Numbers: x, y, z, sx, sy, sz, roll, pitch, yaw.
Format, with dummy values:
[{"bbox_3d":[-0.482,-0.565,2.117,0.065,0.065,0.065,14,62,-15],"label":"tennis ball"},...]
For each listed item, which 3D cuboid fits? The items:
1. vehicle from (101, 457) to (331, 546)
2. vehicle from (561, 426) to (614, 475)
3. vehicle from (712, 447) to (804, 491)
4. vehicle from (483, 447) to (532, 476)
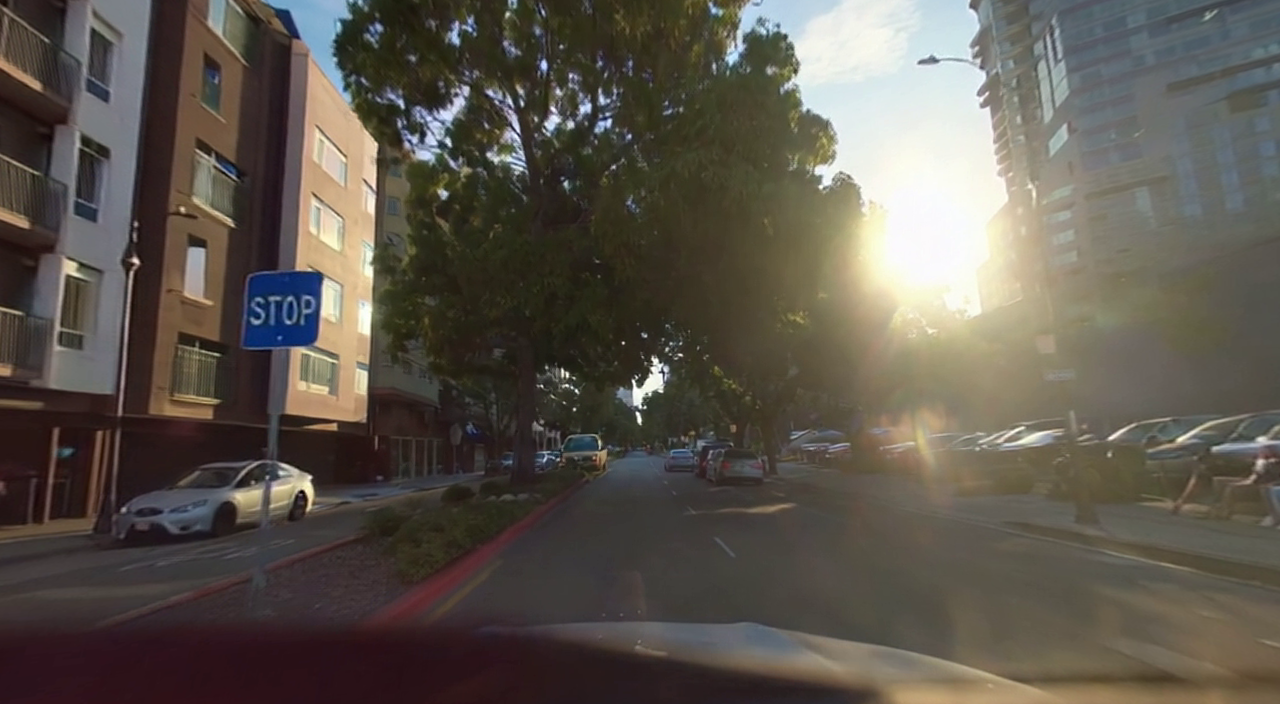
[{"bbox_3d":[-8.765,3.081,13.673,2.007,1.503,4.343,0,-8,-1],"label":"vehicle"},{"bbox_3d":[-2.984,5.806,37.425,2.317,2.596,6.053,0,-8,2],"label":"vehicle"},{"bbox_3d":[4.584,4.393,24.108,1.858,1.491,4.329,-6,-10,33],"label":"vehicle"},{"bbox_3d":[-8.867,7.353,42.593,2.256,1.802,4.333,0,-8,1],"label":"vehicle"}]
